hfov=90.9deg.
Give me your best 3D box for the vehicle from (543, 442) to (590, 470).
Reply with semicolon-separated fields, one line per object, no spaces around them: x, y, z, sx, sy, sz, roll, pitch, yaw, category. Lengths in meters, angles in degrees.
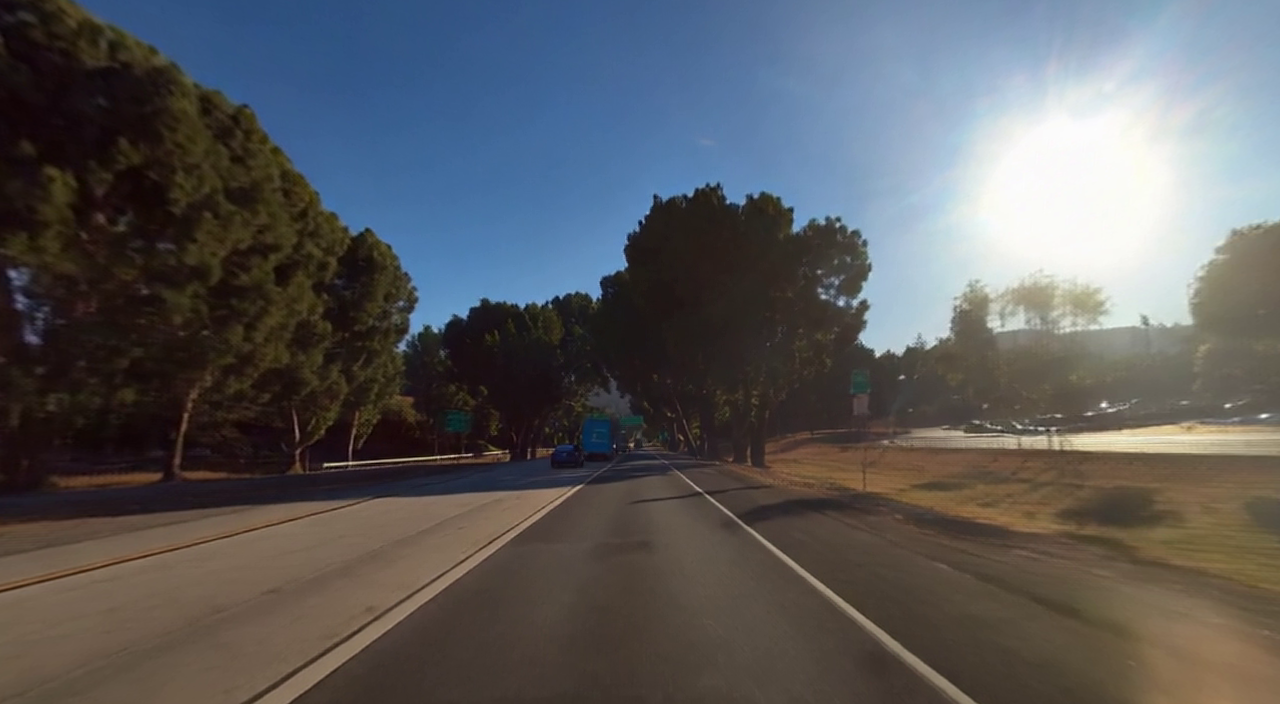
-3.959;5.696;34.757;2.005;1.462;4.345;0;-8;1;vehicle
